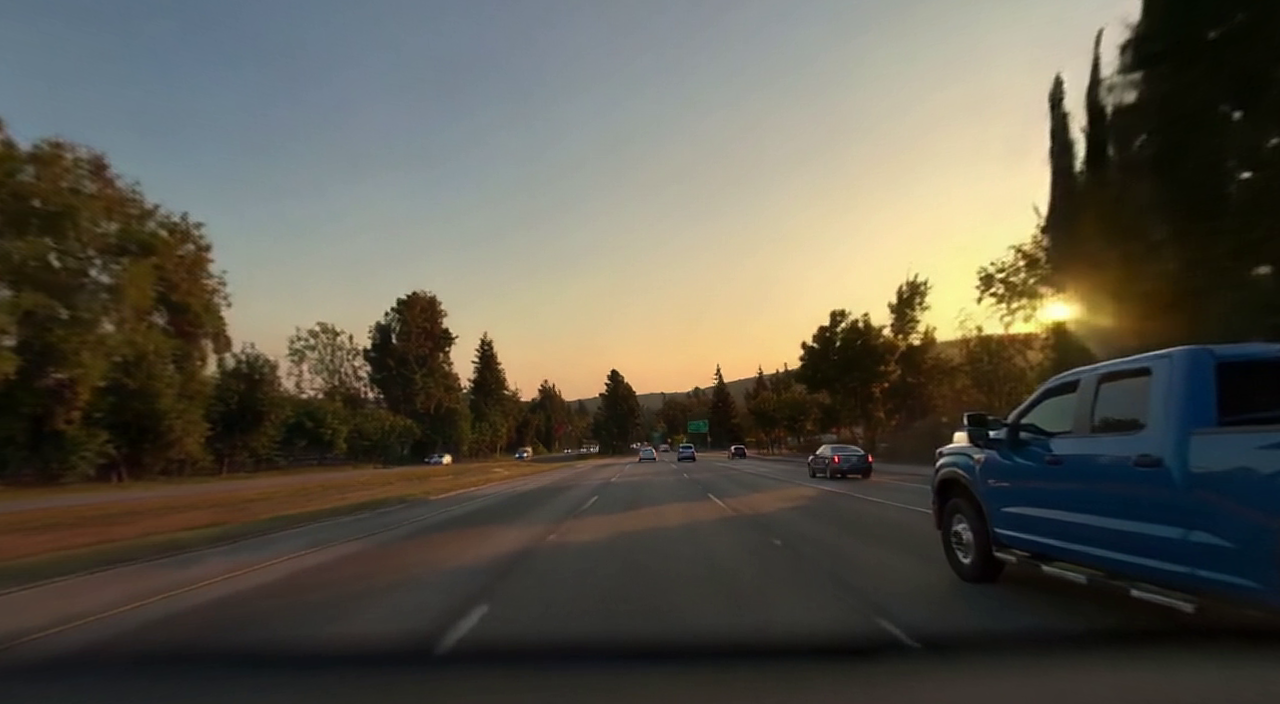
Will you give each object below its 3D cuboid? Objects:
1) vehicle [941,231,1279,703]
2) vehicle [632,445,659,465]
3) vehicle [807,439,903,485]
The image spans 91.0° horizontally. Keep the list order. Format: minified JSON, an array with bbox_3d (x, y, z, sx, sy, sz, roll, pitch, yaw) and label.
[{"bbox_3d":[3.707,0.556,2.391,2.354,2.079,5.586,0,-9,0],"label":"vehicle"},{"bbox_3d":[0.429,8.061,49.346,2.030,1.473,3.926,0,-9,0],"label":"vehicle"},{"bbox_3d":[7.862,4.059,23.509,1.989,1.526,4.443,0,-9,0],"label":"vehicle"}]
